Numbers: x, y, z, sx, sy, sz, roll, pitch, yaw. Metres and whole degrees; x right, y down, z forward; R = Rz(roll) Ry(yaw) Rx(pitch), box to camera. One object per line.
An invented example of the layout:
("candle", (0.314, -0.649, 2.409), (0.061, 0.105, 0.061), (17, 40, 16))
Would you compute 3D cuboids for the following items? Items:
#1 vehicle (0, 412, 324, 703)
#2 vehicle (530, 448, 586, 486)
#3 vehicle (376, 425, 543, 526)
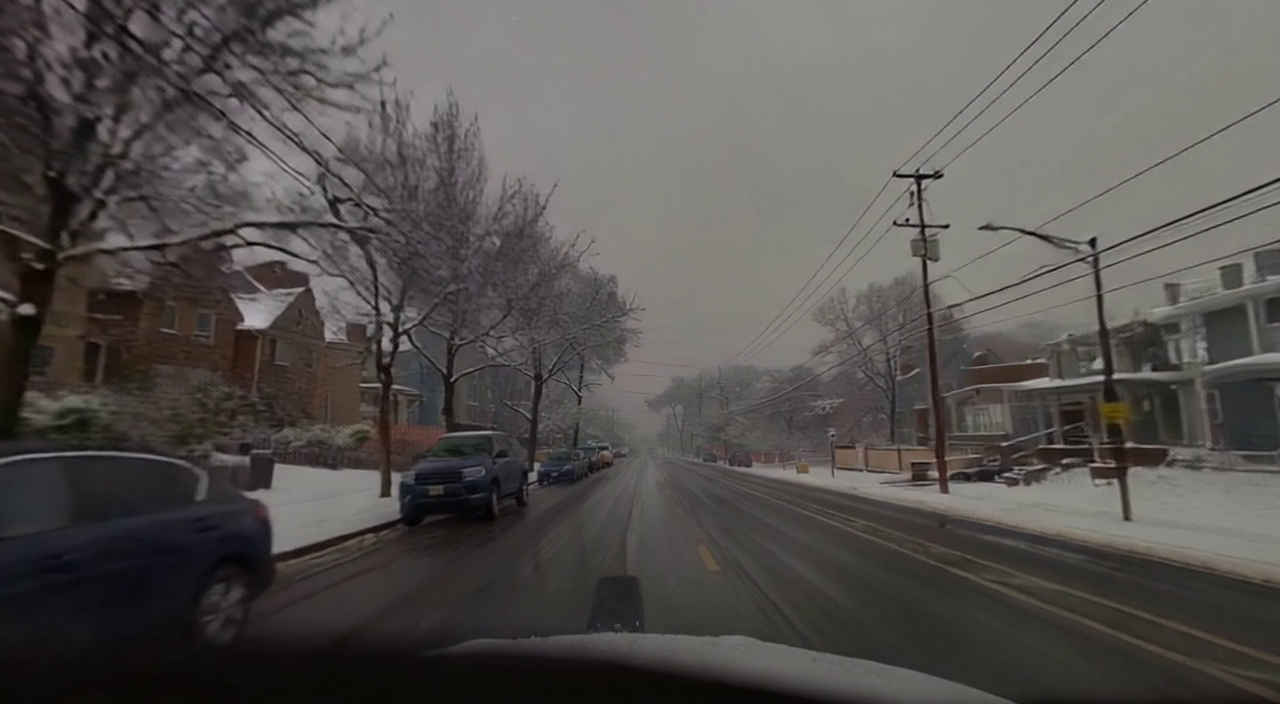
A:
("vehicle", (-3.621, 1.092, 2.992), (1.825, 1.542, 4.715), (-1, -8, 0))
("vehicle", (-3.705, 5.273, 29.328), (1.917, 1.516, 4.898), (-2, -9, 0))
("vehicle", (-3.865, 2.776, 14.865), (2.189, 1.887, 5.616), (-1, -9, 1))
